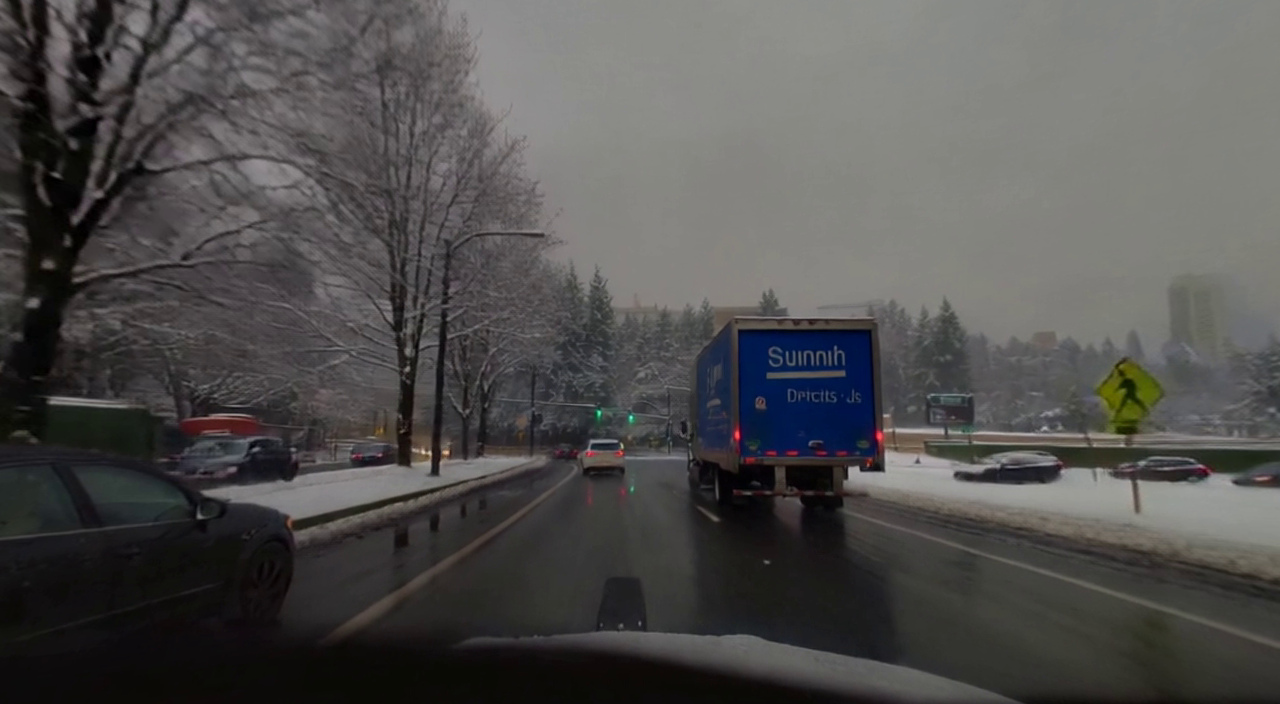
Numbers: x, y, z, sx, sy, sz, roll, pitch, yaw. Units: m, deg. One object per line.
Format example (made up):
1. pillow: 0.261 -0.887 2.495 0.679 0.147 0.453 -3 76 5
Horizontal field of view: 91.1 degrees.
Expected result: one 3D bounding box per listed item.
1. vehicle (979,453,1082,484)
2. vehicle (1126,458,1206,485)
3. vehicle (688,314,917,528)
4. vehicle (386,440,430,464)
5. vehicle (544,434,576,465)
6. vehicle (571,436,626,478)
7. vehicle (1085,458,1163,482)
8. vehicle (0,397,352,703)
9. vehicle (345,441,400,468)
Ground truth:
1. vehicle: 20.305 6.005 32.636 4.684 1.477 2.079 3 -9 -22
2. vehicle: 34.624 7.825 41.315 4.494 1.612 2.043 3 -9 -22
3. vehicle: 3.074 1.763 14.963 2.905 3.644 8.441 0 -9 -2
4. vehicle: -18.166 7.856 49.408 2.004 1.728 4.714 0 -9 -5
5. vehicle: -6.125 7.547 48.685 2.269 2.181 5.787 1 -9 -5
6. vehicle: -2.039 4.897 29.607 2.388 1.811 4.455 1 -9 -6
7. vehicle: 33.795 8.191 43.840 4.896 1.480 2.015 3 -8 -22
8. vehicle: -3.592 1.094 3.543 1.828 1.515 4.422 0 -9 0
9. vehicle: -17.483 6.698 41.275 1.970 1.644 4.241 0 -9 -4
